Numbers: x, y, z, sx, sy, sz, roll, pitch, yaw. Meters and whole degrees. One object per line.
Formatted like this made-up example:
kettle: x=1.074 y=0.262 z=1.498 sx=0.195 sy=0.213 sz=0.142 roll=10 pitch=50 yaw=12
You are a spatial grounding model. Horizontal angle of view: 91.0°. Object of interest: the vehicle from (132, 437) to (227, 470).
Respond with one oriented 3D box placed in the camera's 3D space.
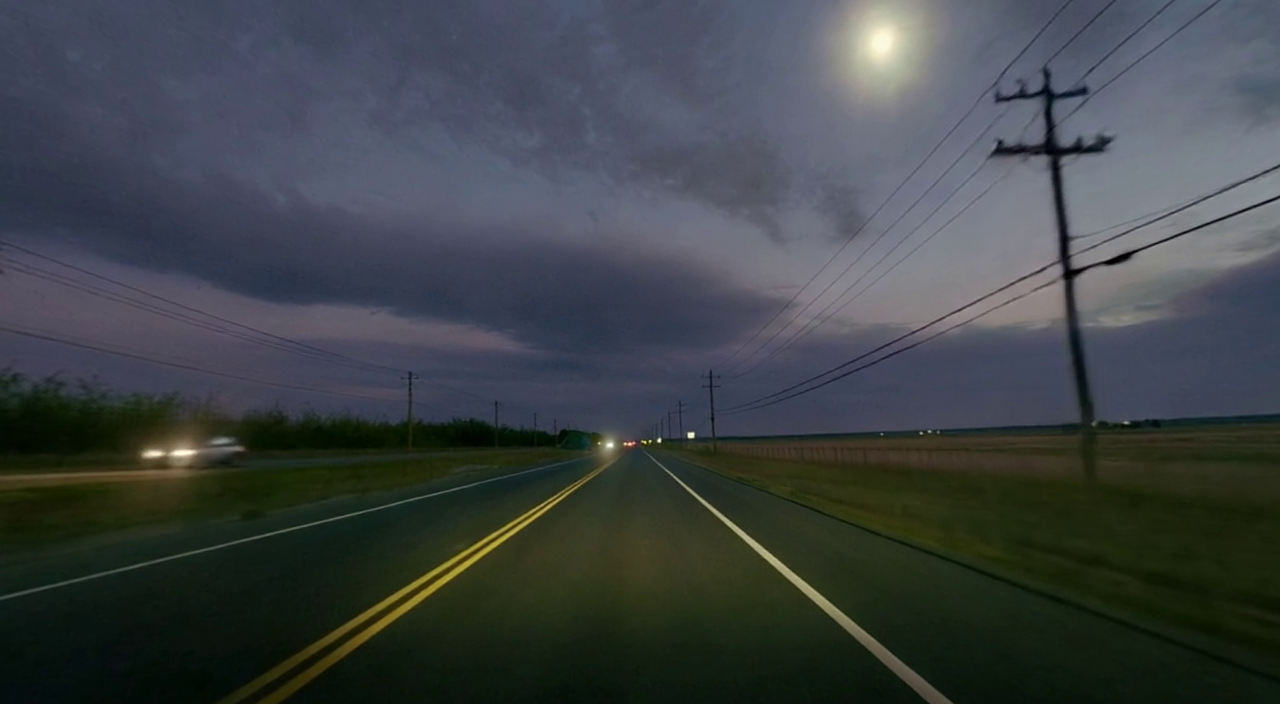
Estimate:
vehicle: x=-25.139 y=5.565 z=34.617 sx=1.895 sy=1.642 sz=4.415 roll=0 pitch=-9 yaw=0
